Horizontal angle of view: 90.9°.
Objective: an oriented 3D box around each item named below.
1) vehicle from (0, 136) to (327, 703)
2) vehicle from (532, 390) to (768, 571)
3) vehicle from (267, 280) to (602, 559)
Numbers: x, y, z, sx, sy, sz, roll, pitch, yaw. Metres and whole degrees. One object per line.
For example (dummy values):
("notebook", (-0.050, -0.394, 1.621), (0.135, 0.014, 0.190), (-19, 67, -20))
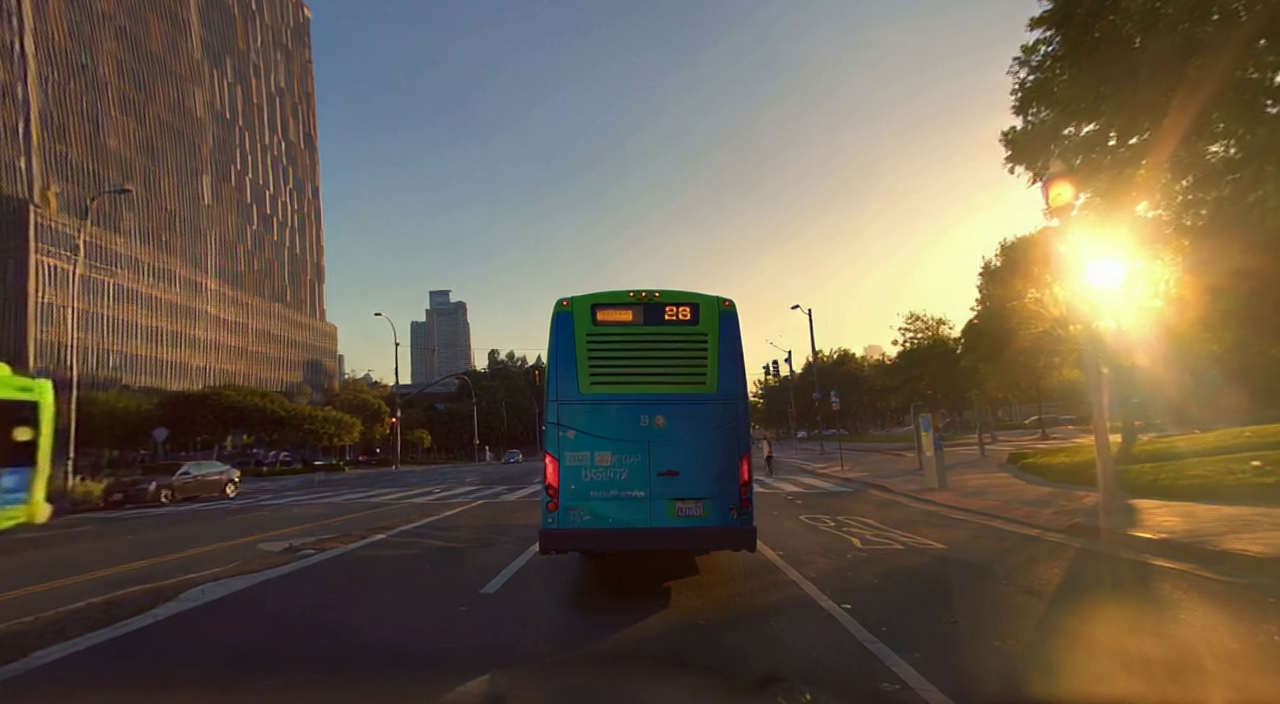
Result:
("vehicle", (-2.751, 0.325, 0.226), (2.329, 2.089, 5.659), (0, -9, 0))
("vehicle", (0.132, 1.694, 8.944), (2.500, 1.912, 4.270), (0, -9, 1))
("vehicle", (-2.902, 1.802, 14.590), (3.042, 3.445, 13.615), (0, -9, 1))
